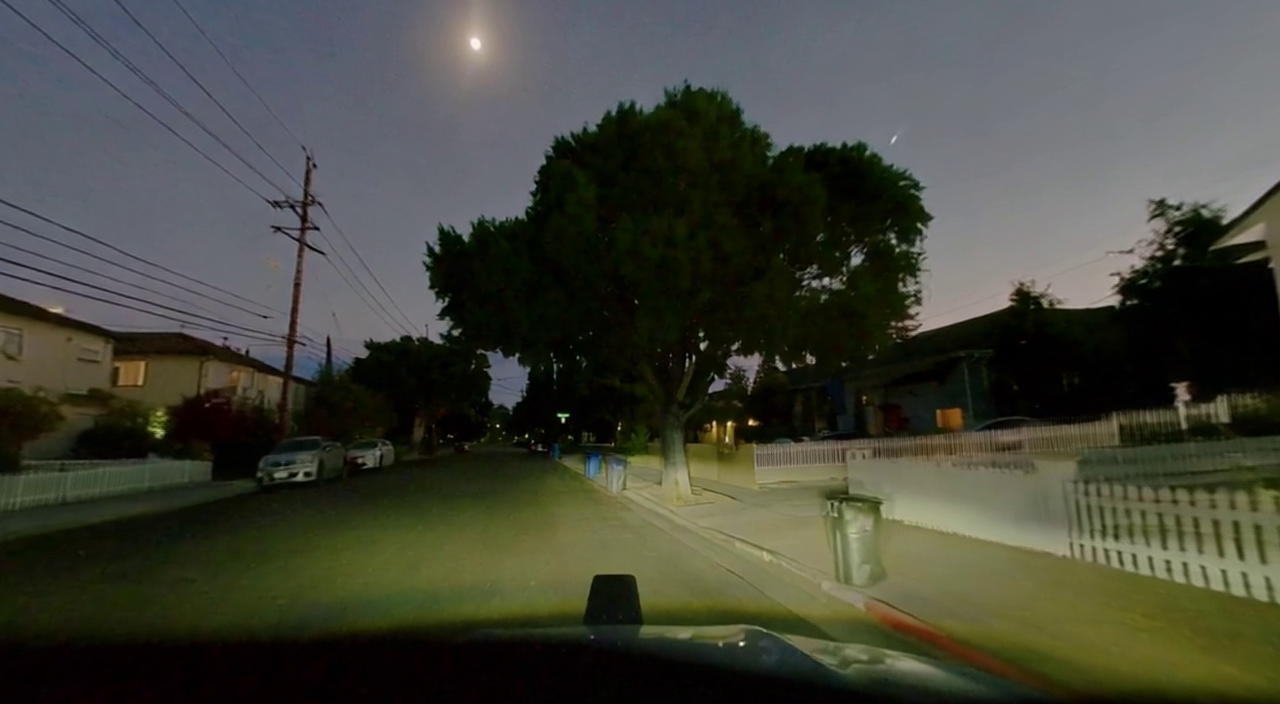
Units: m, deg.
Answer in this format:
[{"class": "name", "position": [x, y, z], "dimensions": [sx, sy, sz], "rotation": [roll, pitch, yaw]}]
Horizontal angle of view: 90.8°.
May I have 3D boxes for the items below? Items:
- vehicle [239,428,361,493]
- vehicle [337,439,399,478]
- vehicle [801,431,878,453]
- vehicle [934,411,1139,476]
[{"class": "vehicle", "position": [-11.952, 3.857, 22.762], "dimensions": [2.240, 1.940, 5.429], "rotation": [-1, -9, -10]}, {"class": "vehicle", "position": [-13.969, 5.459, 32.746], "dimensions": [1.939, 1.756, 4.767], "rotation": [-2, -8, -11]}, {"class": "vehicle", "position": [10.486, 4.777, 33.324], "dimensions": [3.606, 1.094, 1.420], "rotation": [2, -8, -9]}, {"class": "vehicle", "position": [11.397, 2.654, 18.329], "dimensions": [4.842, 1.728, 1.875], "rotation": [1, -9, -8]}]
